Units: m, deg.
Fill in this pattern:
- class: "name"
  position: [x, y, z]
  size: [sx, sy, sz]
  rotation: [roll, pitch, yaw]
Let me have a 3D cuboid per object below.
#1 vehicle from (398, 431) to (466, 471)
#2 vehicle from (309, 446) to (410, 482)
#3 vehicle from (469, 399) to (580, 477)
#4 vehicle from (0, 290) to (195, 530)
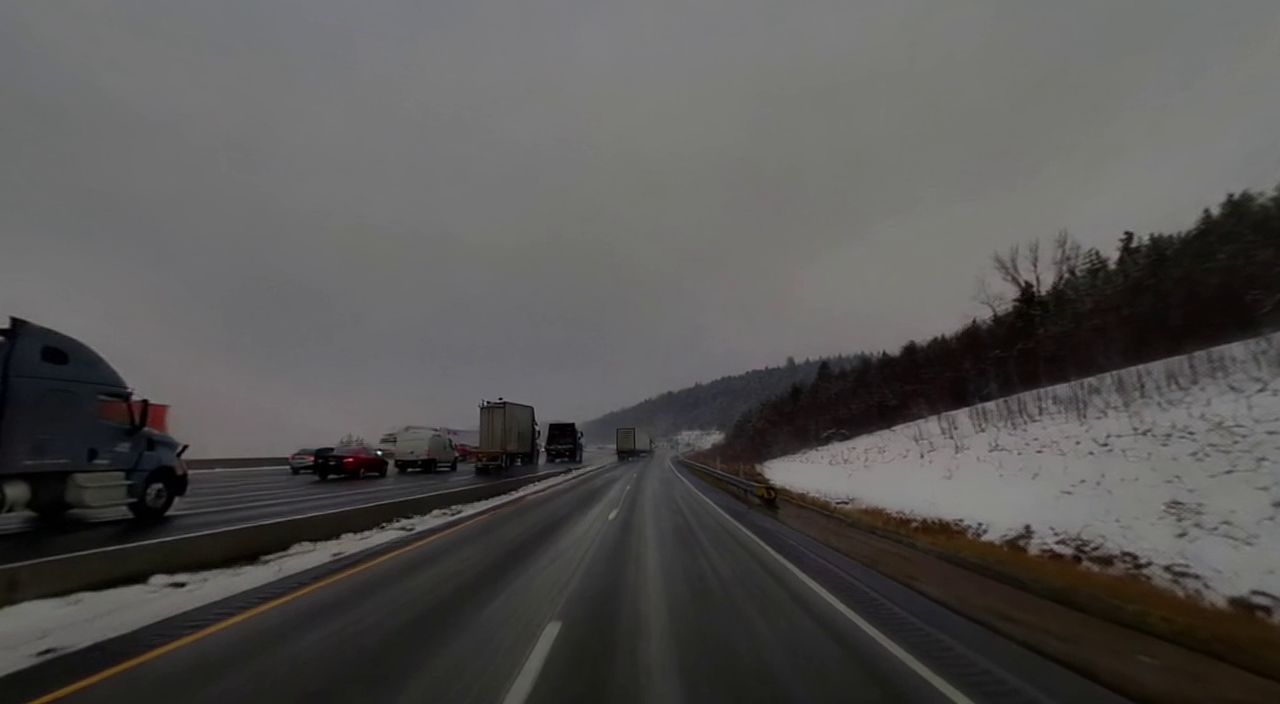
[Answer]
- class: "vehicle"
  position: [-14.520, 6.964, 44.456]
  size: [2.264, 2.596, 5.494]
  rotation: [-1, -9, 8]
- class: "vehicle"
  position: [-12.794, 5.116, 29.134]
  size: [1.925, 1.493, 4.864]
  rotation: [-1, -9, 8]
- class: "vehicle"
  position: [-6.807, 5.673, 40.548]
  size: [2.848, 4.067, 14.314]
  rotation: [-1, -9, 7]
- class: "vehicle"
  position: [-11.500, 1.041, 10.741]
  size: [2.960, 3.757, 5.799]
  rotation: [-1, -9, 7]
